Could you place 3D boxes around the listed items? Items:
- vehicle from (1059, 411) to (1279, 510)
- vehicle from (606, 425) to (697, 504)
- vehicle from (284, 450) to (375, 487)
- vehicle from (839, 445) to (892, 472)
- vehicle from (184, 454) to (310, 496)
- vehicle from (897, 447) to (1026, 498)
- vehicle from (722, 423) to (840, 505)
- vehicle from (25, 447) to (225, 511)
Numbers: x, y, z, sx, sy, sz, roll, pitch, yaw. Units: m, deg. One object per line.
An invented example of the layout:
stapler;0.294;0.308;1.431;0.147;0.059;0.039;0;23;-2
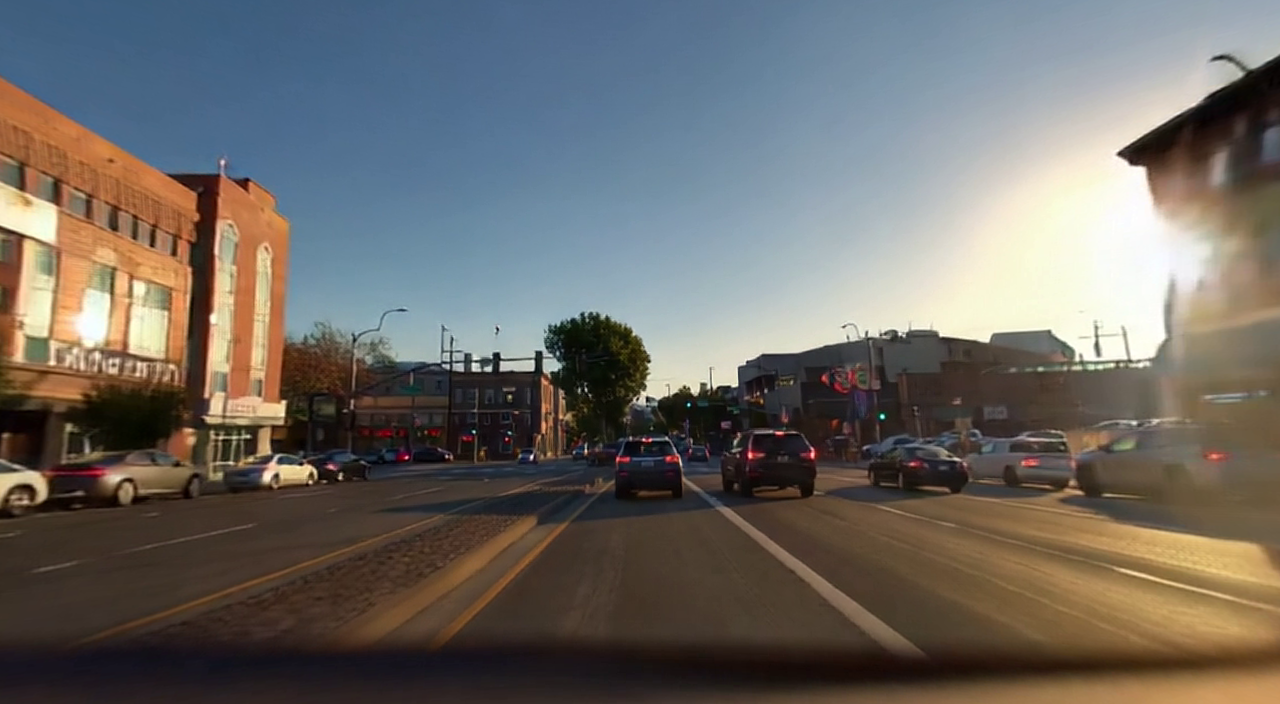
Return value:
vehicle;13.968;2.767;16.430;2.172;2.060;5.546;-3;-9;0
vehicle;0.250;3.024;17.424;2.157;1.863;4.665;0;-8;0
vehicle;-15.445;5.796;31.730;2.096;1.416;4.885;0;-6;0
vehicle;14.508;6.877;40.828;1.734;1.527;4.531;-3;-9;0
vehicle;-15.409;4.825;25.172;1.792;1.429;5.161;0;-9;-1
vehicle;10.382;3.879;20.813;1.863;1.426;4.494;0;-8;0
vehicle;3.715;3.053;17.711;2.115;1.932;5.189;0;-8;0
vehicle;-15.497;3.789;19.499;1.825;1.685;5.220;1;-8;-1
